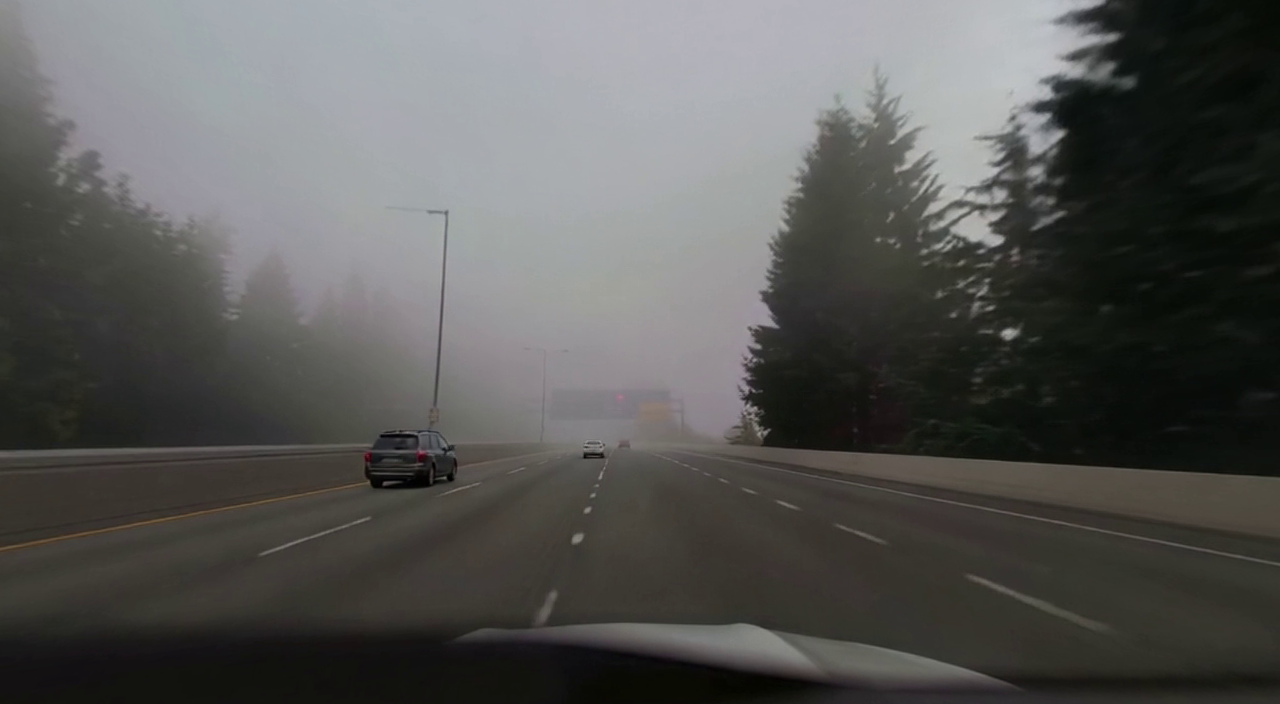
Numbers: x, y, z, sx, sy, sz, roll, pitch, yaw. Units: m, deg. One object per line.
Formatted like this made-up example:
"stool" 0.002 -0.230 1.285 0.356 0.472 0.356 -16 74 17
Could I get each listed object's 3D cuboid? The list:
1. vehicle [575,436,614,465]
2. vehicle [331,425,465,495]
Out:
"vehicle" -2.522 5.584 35.978 2.010 1.534 4.013 0 -8 -1
"vehicle" -6.612 2.981 17.843 2.111 1.689 4.505 0 -8 -2
